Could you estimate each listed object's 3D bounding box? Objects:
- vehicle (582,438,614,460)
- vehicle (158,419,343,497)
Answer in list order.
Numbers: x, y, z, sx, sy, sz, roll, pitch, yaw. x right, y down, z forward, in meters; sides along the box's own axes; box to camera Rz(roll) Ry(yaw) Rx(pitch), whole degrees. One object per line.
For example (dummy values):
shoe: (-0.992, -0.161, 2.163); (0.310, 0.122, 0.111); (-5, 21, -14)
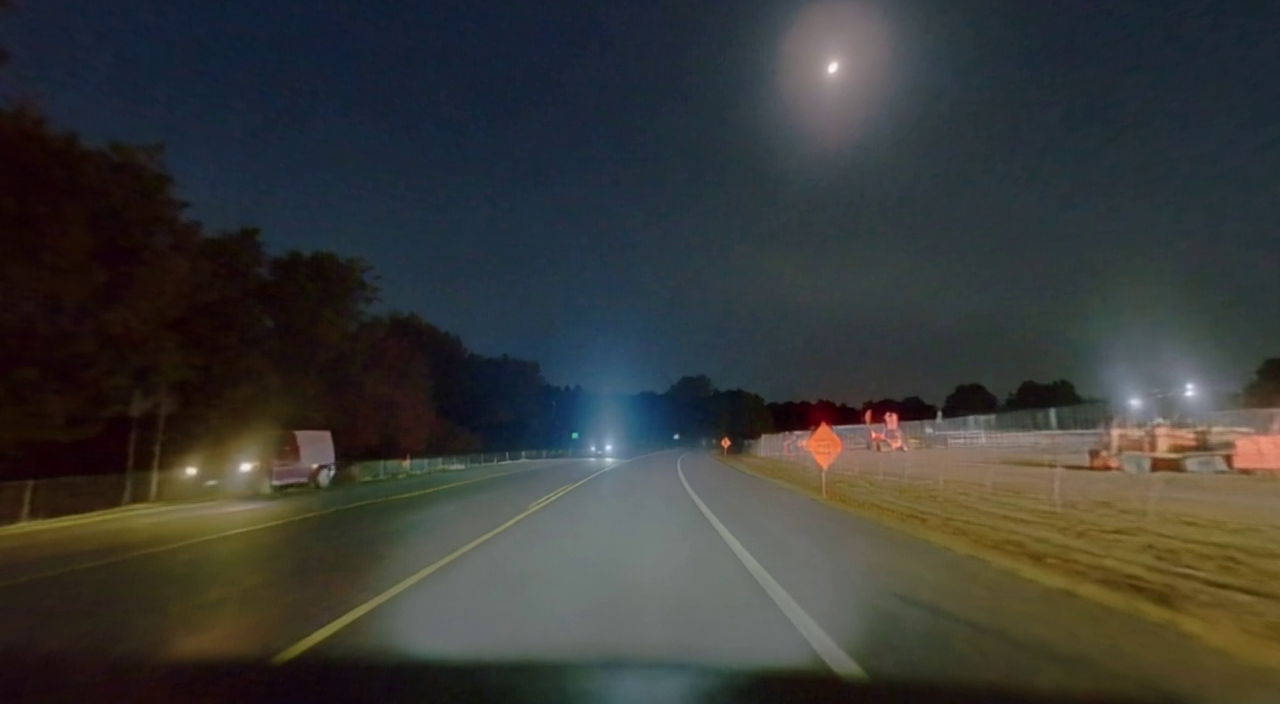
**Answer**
vehicle: (-3.009, 7.075, 46.225); (1.737, 1.525, 3.760); (-1, -8, 5)
vehicle: (-12.056, 3.312, 20.305); (2.244, 2.022, 6.102); (-2, -8, -2)
